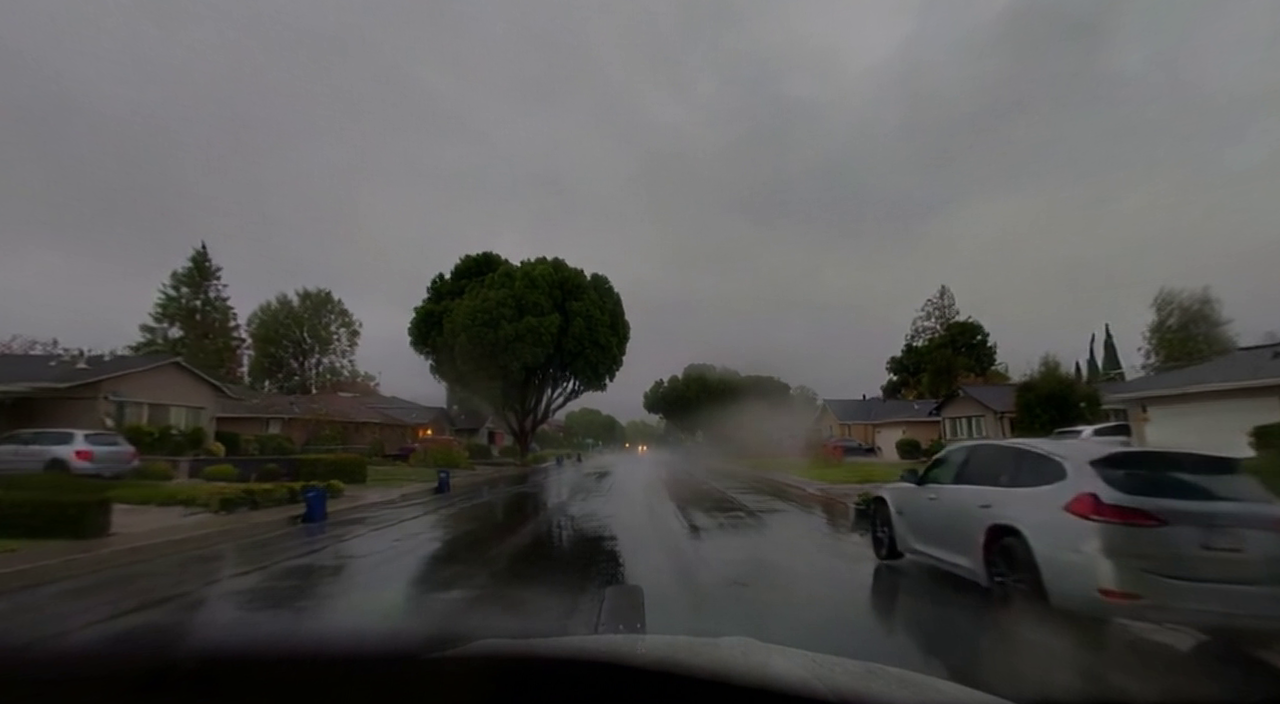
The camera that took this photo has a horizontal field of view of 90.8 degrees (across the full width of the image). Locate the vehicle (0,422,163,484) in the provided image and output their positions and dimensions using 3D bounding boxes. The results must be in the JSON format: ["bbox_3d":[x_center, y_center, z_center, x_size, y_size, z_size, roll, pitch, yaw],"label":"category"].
[{"bbox_3d":[-16.642,2.826,17.764,4.607,1.573,2.058,2,-9,-5],"label":"vehicle"}]

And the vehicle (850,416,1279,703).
[{"bbox_3d":[3.890,1.532,5.979,2.136,1.596,4.790,0,-9,0],"label":"vehicle"}]

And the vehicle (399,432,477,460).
[{"bbox_3d":[-15.093,7.104,47.348,5.003,1.805,2.041,10,-14,-37],"label":"vehicle"}]
